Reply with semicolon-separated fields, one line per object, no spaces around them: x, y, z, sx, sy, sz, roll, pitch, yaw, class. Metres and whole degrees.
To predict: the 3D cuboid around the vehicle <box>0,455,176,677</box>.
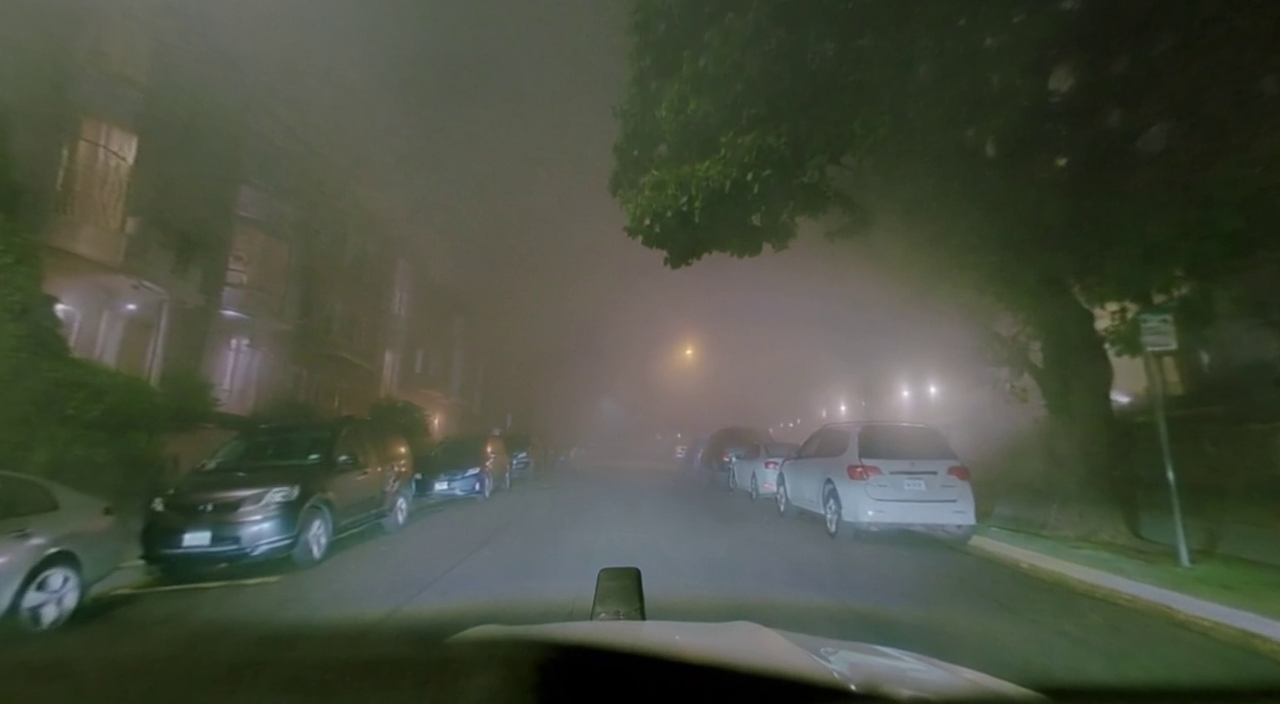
-5.245;1.352;3.538;1.858;1.456;4.587;0;-8;-1;vehicle

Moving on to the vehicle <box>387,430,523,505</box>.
-5.299;3.398;19.137;2.683;1.923;5.421;0;-8;-3;vehicle

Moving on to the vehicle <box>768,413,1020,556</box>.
3.547;1.950;10.027;1.994;1.710;4.699;0;-8;-1;vehicle

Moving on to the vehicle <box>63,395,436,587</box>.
-5.219;1.935;9.796;2.390;2.123;5.371;0;-8;-1;vehicle
